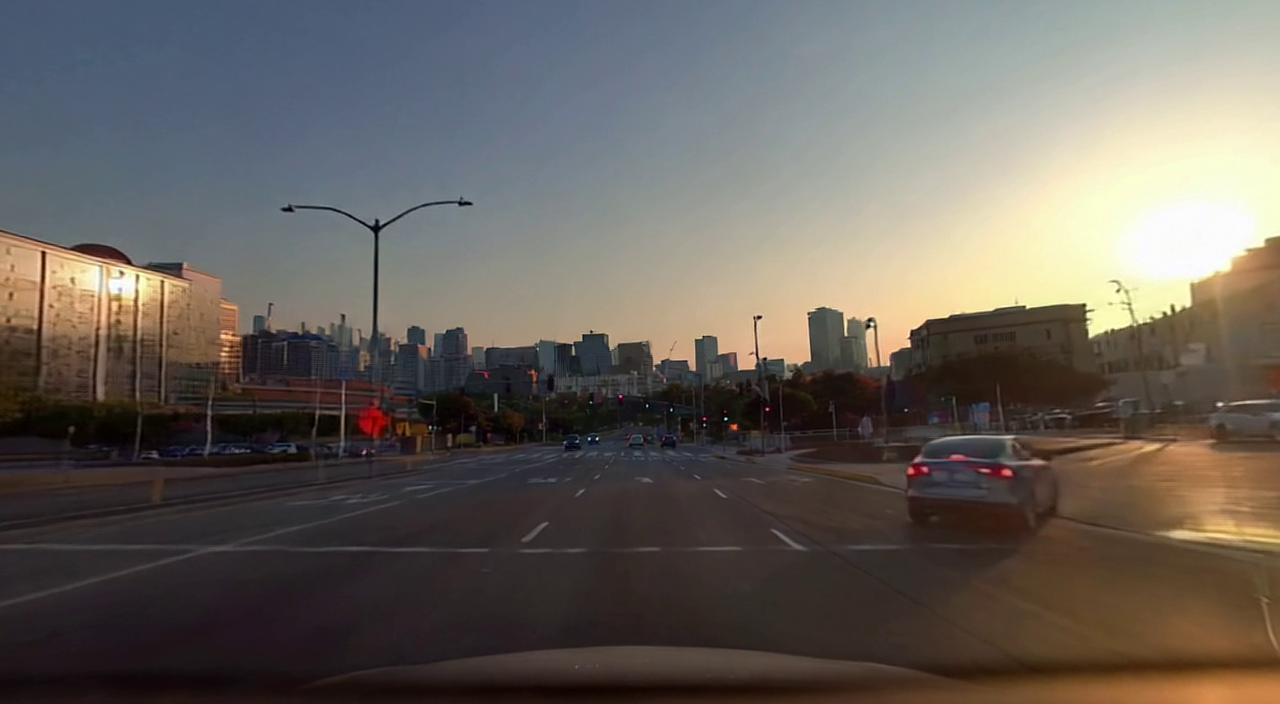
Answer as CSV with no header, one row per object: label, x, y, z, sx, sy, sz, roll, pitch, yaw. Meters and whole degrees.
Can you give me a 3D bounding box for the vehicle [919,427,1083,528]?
vehicle,6.555,2.226,11.959,2.113,1.470,4.867,-4,-9,25
